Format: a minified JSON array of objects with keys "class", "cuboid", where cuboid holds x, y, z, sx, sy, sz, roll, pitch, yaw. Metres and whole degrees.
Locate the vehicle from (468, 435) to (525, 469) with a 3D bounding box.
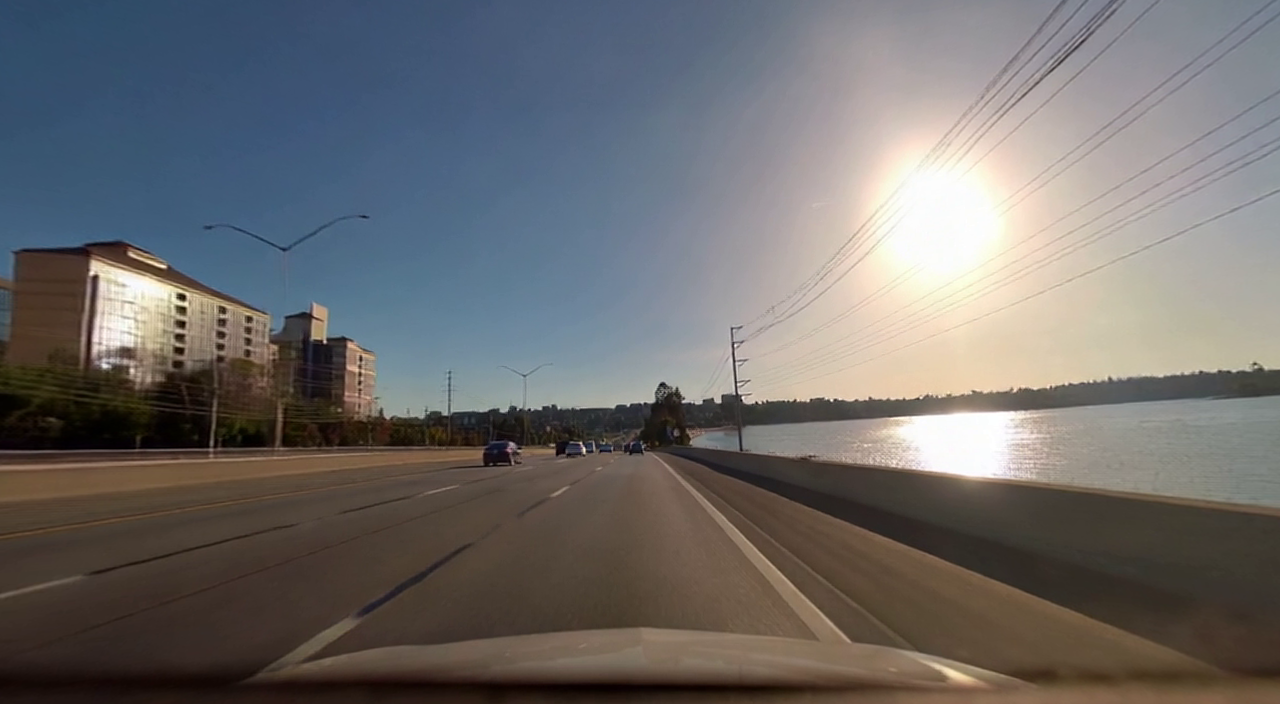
[{"class":"vehicle","cuboid":[-7.237,5.093,32.196,1.946,1.590,4.042,0,-8,1]}]
